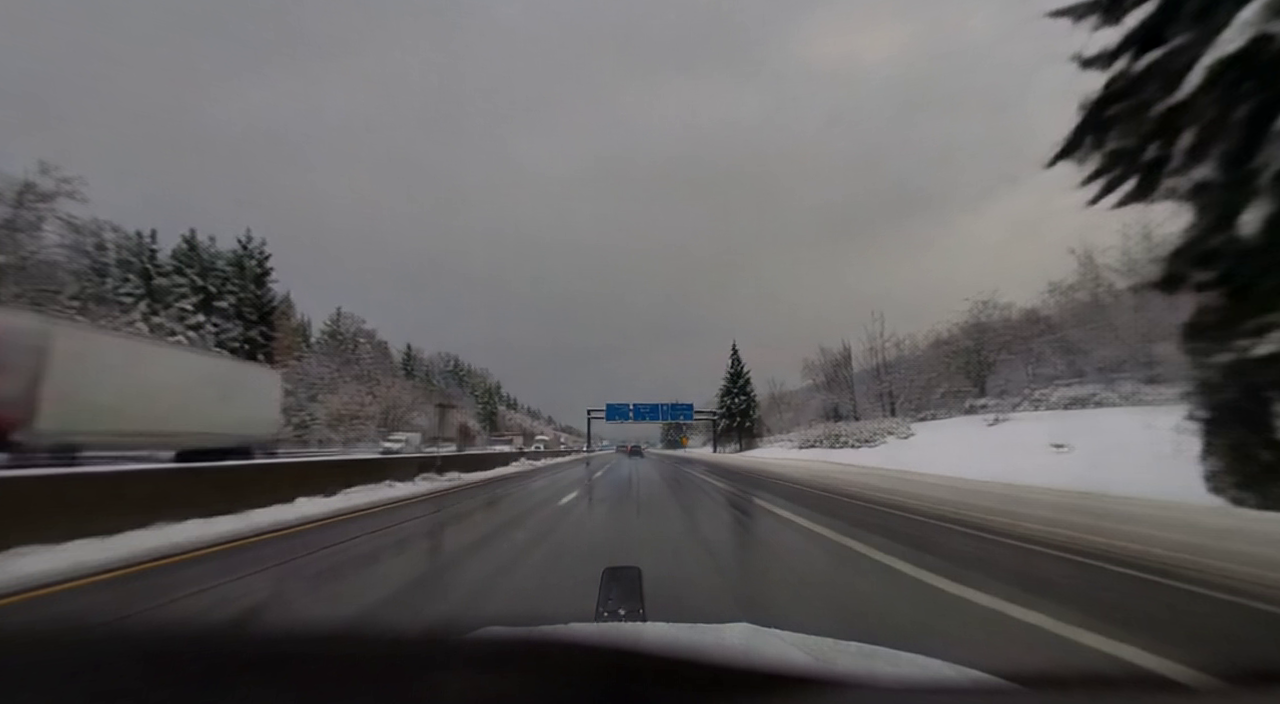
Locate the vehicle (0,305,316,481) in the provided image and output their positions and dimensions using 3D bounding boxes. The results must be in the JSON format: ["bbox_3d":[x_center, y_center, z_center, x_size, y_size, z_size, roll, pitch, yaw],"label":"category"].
[{"bbox_3d":[-16.307,1.991,21.017,2.743,4.034,16.022,-1,-9,-1],"label":"vehicle"}]
